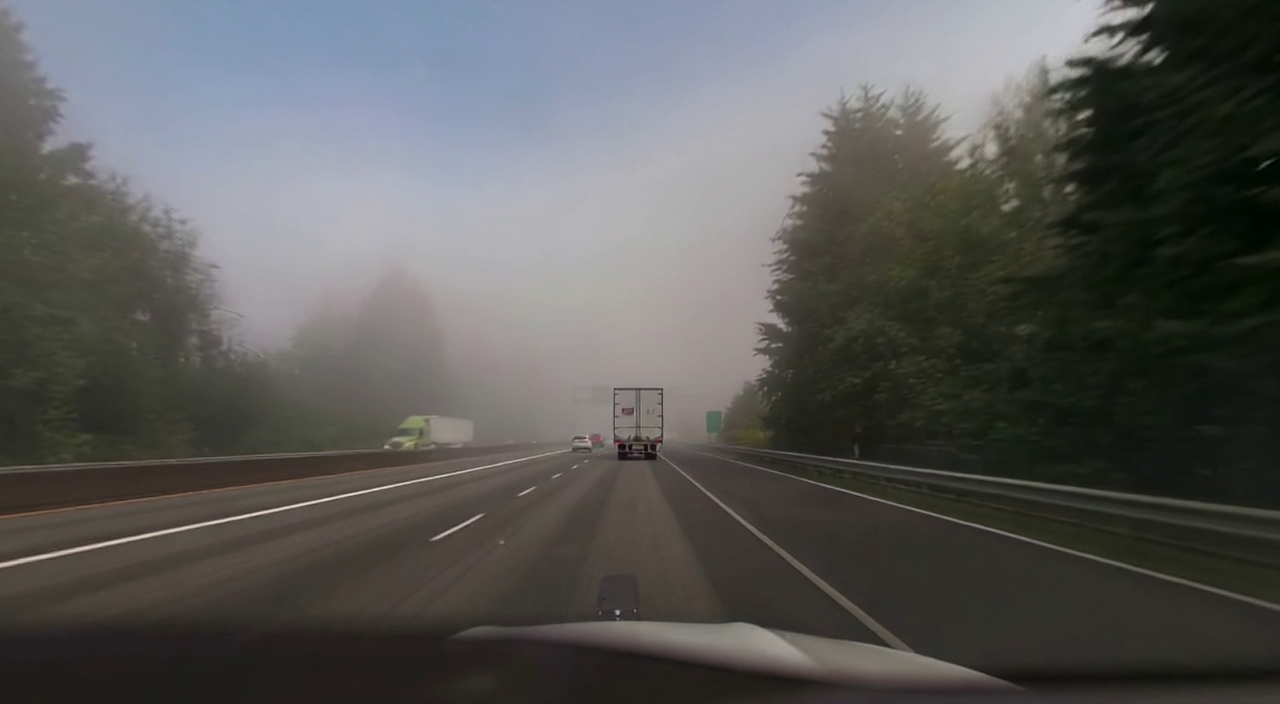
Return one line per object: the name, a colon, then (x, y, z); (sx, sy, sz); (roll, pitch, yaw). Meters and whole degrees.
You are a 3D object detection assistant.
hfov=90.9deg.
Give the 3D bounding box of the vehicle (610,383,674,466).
vehicle: (-0.005, 3.829, 32.589); (2.855, 3.741, 8.587); (0, -8, -1)
